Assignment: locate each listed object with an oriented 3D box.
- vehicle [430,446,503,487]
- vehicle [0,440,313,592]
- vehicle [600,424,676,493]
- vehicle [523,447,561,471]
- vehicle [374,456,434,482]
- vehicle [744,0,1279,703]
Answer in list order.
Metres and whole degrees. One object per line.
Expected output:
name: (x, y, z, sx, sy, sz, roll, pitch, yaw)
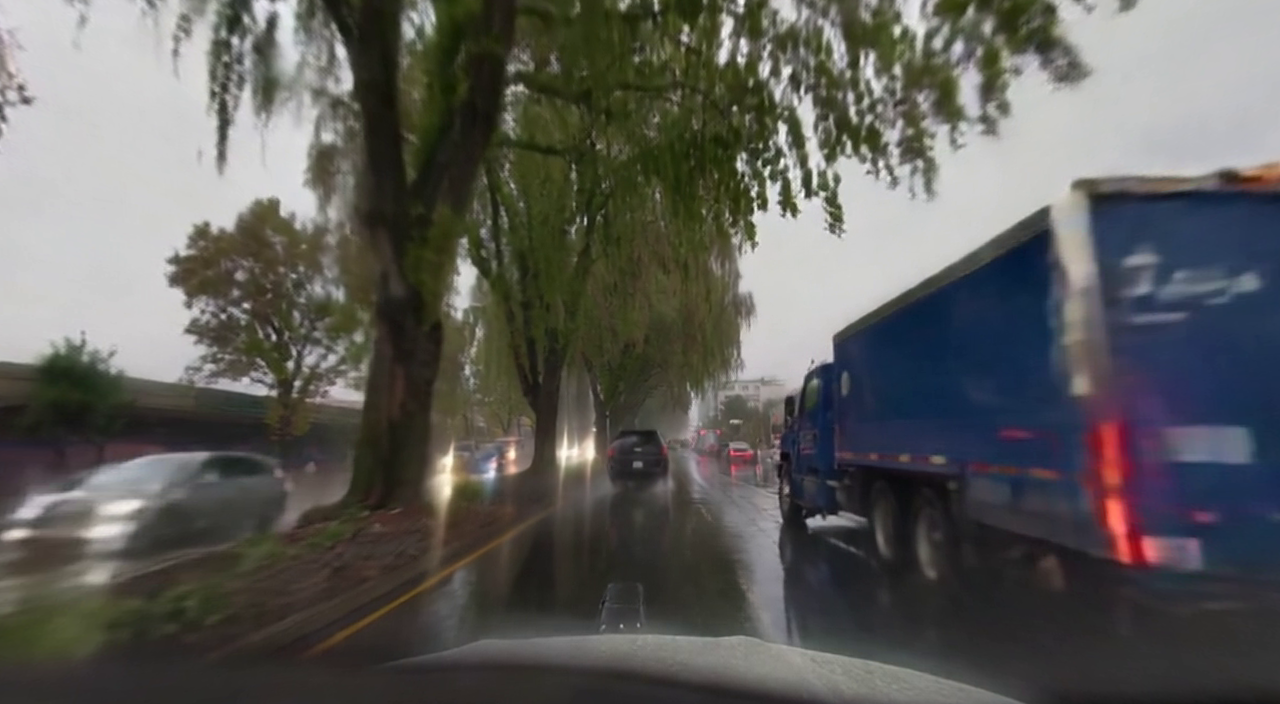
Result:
vehicle: (-7.605, 5.033, 28.152, 1.937, 1.641, 4.575, 0, -9, 0)
vehicle: (-6.787, 2.038, 8.855, 2.056, 1.534, 4.645, 0, -9, -2)
vehicle: (0.053, 3.560, 21.350, 2.293, 2.036, 4.853, -1, -9, 3)
vehicle: (-7.321, 8.018, 47.677, 1.977, 1.669, 4.387, -1, -9, 2)
vehicle: (-15.126, 7.516, 40.701, 1.962, 1.487, 4.652, 0, -9, 2)
vehicle: (3.824, 0.685, 8.496, 3.007, 4.206, 12.913, 0, -9, 2)
